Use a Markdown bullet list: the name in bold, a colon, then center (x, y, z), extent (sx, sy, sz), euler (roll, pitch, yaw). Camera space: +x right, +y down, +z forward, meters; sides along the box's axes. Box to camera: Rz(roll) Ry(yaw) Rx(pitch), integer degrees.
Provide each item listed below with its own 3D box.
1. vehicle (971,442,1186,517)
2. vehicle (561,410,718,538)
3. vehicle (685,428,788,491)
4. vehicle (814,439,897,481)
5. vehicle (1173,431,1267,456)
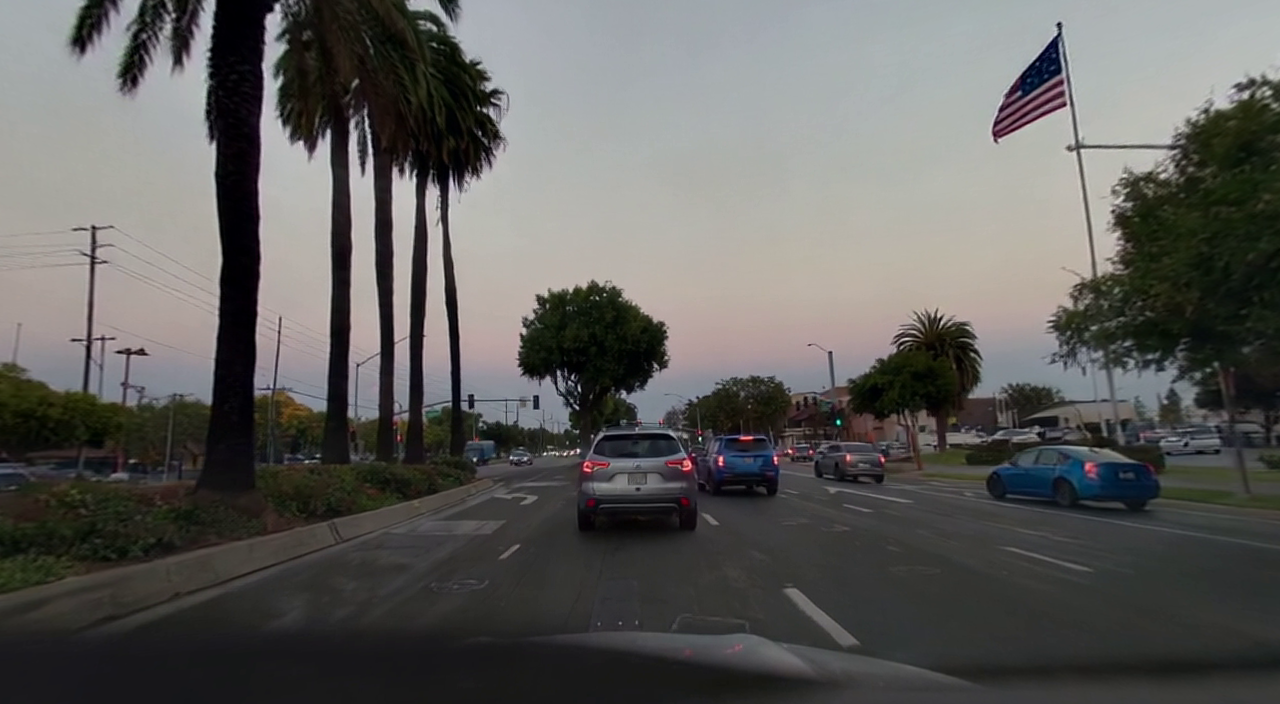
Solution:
- **vehicle**: center (9.902, 2.875, 14.797), extent (1.967, 1.485, 4.267), euler (0, -9, 1)
- **vehicle**: center (-0.036, 2.216, 12.043), extent (2.402, 1.938, 4.535), euler (0, -9, -1)
- **vehicle**: center (3.329, 3.928, 23.507), extent (2.773, 2.021, 6.212), euler (0, -9, -1)
- **vehicle**: center (10.057, 5.064, 29.938), extent (2.155, 1.779, 4.582), euler (0, -9, -2)
- **vehicle**: center (36.394, 5.800, 39.813), extent (1.839, 1.455, 4.395), euler (0, -9, 2)
